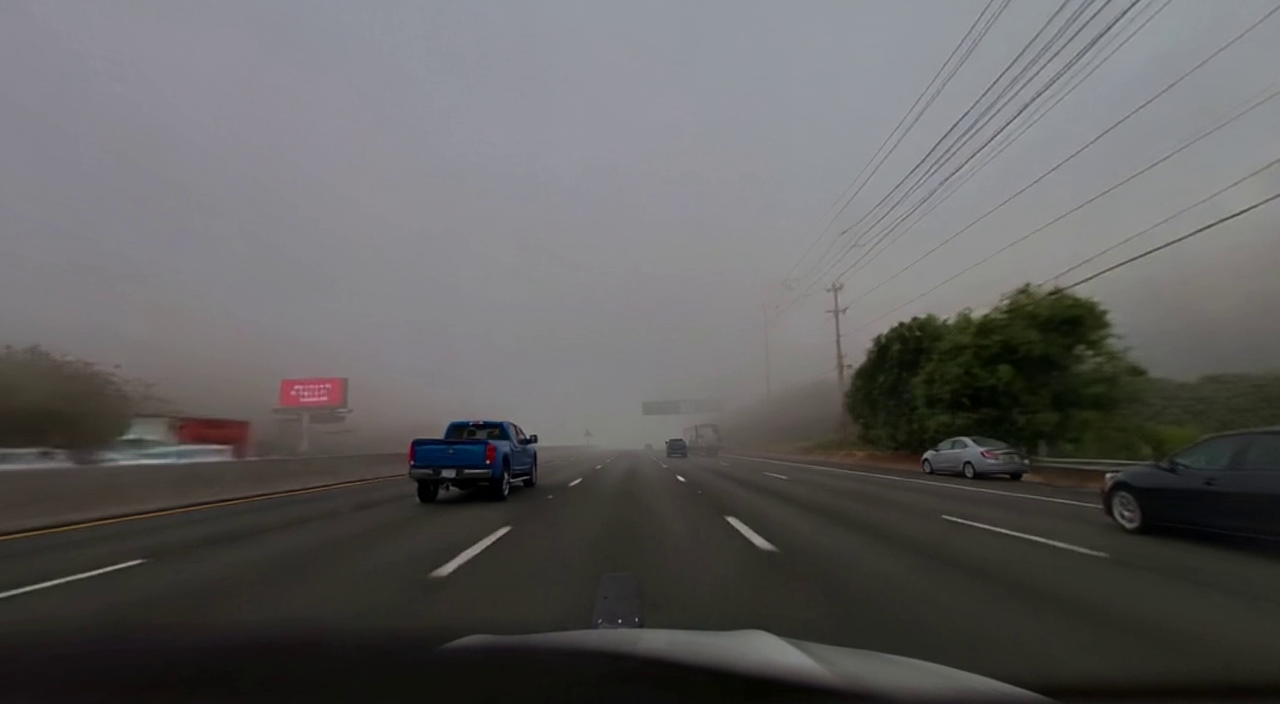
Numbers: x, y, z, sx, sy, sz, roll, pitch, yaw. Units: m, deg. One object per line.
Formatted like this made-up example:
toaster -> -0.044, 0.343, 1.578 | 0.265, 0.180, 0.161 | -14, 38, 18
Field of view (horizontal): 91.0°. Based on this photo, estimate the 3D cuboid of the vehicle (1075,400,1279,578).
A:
vehicle -> 6.978, 1.344, 6.325 | 1.976, 1.646, 4.370 | 0, -8, -1

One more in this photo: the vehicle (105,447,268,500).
vehicle -> -14.224, 3.791, 20.151 | 1.892, 1.475, 4.443 | 0, -8, 1

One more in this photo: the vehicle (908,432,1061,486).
vehicle -> 10.534, 3.316, 19.761 | 2.076, 1.470, 4.644 | 0, -8, -1

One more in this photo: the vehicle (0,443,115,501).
vehicle -> -21.917, 4.109, 21.840 | 2.200, 1.857, 6.007 | 0, -8, 0

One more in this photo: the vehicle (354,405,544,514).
vehicle -> -4.050, 2.460, 14.920 | 2.508, 2.023, 6.176 | 0, -8, 1
